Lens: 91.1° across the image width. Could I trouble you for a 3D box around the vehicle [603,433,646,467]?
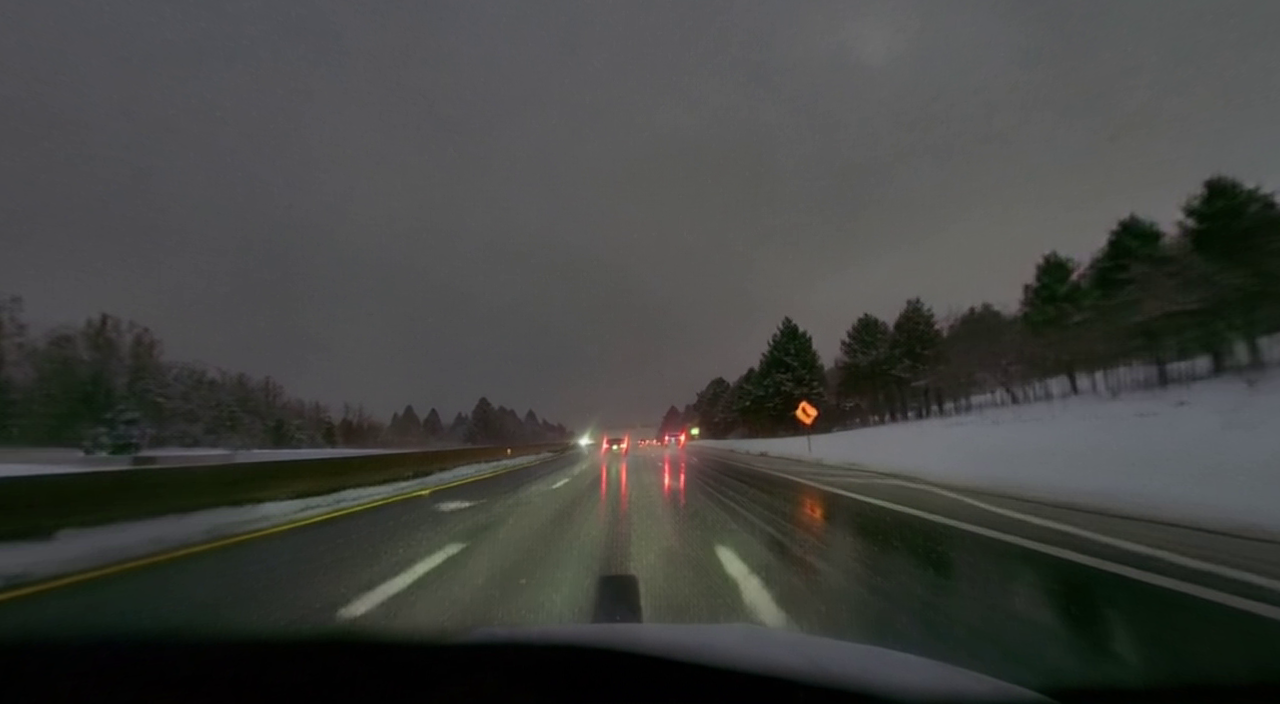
[{"bbox_3d":[-0.764,4.956,31.998,2.039,1.589,4.324,0,-8,0],"label":"vehicle"}]
